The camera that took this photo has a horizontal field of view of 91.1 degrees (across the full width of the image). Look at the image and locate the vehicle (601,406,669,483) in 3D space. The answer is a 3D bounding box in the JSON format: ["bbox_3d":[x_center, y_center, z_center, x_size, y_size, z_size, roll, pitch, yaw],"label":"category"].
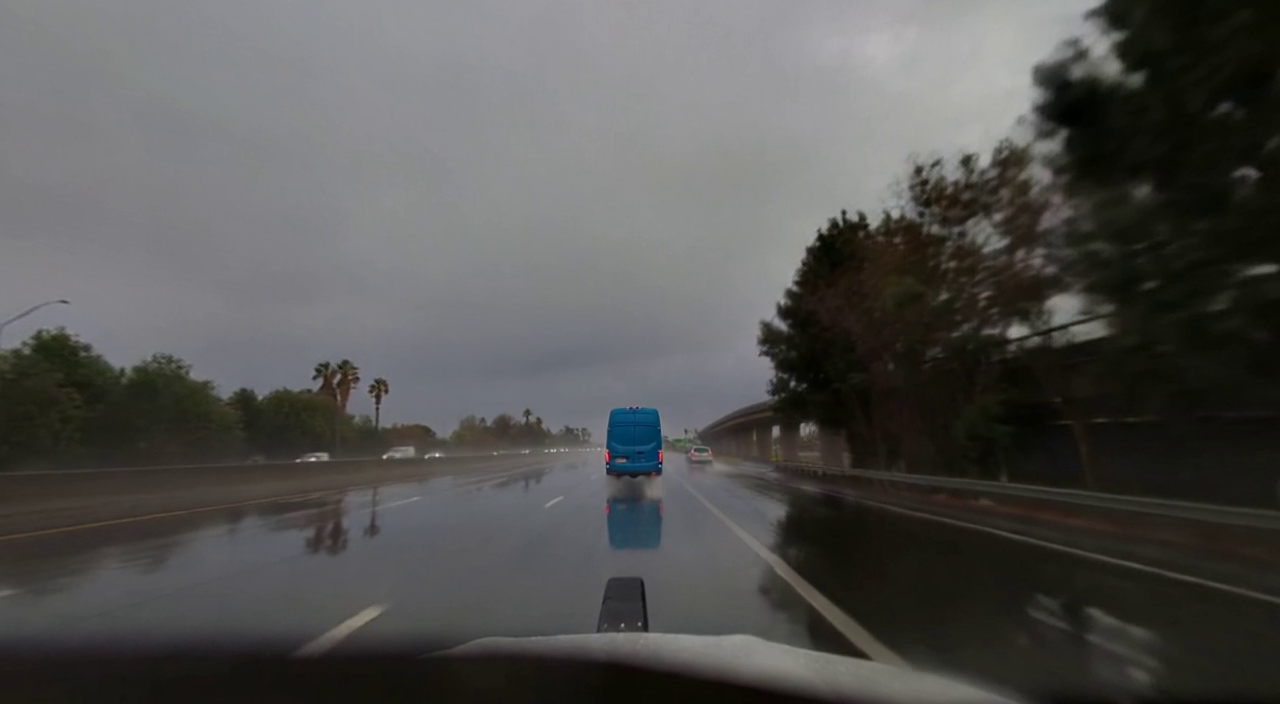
[{"bbox_3d":[-0.055,3.791,25.754,2.476,2.776,5.598,0,-8,2],"label":"vehicle"}]

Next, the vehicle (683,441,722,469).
[{"bbox_3d":[3.803,6.347,38.854,1.987,1.648,3.984,0,-8,0],"label":"vehicle"}]
